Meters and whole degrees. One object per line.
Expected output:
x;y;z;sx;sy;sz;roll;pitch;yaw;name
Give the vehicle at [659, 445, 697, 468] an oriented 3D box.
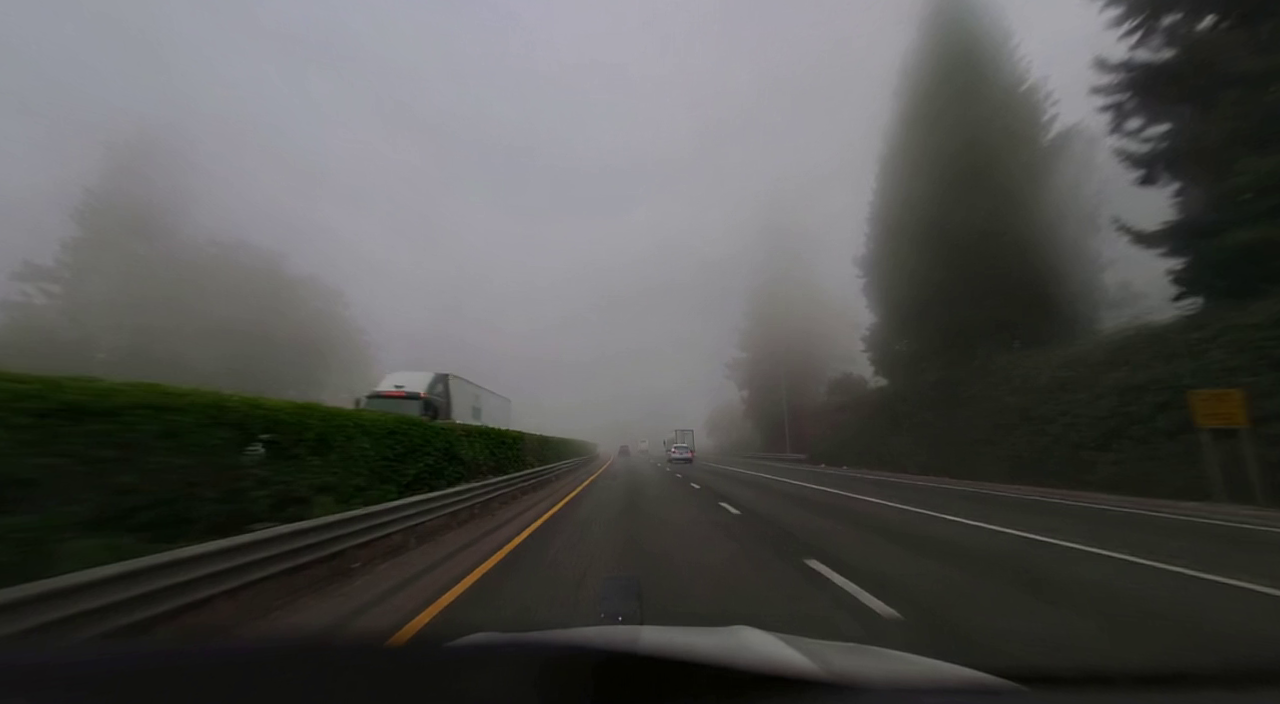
2.588;7.247;43.613;2.244;1.498;4.338;0;-9;-2;vehicle
